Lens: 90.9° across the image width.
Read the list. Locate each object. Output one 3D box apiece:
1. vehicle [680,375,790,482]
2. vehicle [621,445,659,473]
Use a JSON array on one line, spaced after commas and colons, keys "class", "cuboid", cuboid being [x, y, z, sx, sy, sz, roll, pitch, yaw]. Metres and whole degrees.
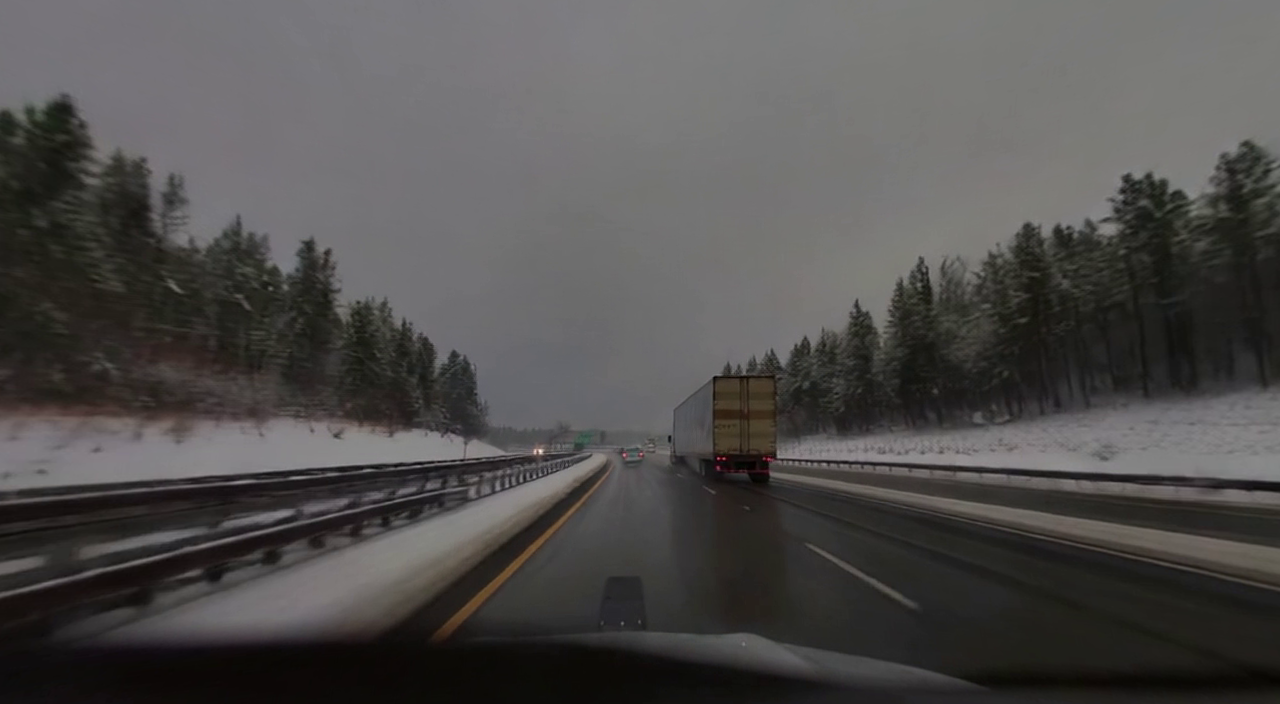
[{"class": "vehicle", "cuboid": [4.065, 4.038, 31.350, 2.883, 4.057, 14.579, 0, -9, -1]}, {"class": "vehicle", "cuboid": [-0.072, 6.147, 36.364, 2.051, 1.513, 4.511, 0, -9, -2]}]
